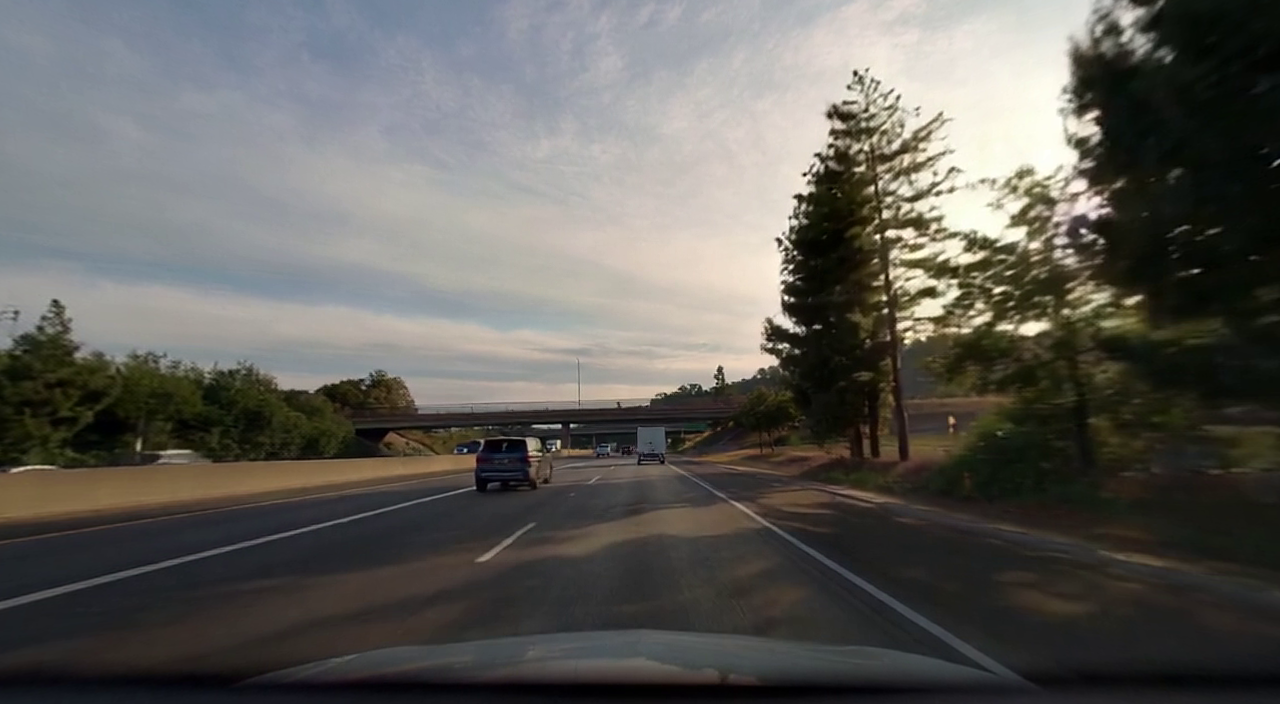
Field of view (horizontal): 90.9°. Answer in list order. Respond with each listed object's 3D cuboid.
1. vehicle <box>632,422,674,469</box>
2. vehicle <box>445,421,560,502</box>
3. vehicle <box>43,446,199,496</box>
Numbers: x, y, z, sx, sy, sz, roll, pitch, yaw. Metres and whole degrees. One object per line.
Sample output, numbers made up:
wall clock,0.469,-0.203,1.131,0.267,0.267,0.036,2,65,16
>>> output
vehicle,0.814,6.766,45.442,2.790,3.075,7.414,0,-9,-1
vehicle,-3.937,3.300,19.307,2.233,2.093,5.565,0,-9,0
vehicle,-19.879,4.553,24.476,2.082,1.713,4.606,0,-9,1
